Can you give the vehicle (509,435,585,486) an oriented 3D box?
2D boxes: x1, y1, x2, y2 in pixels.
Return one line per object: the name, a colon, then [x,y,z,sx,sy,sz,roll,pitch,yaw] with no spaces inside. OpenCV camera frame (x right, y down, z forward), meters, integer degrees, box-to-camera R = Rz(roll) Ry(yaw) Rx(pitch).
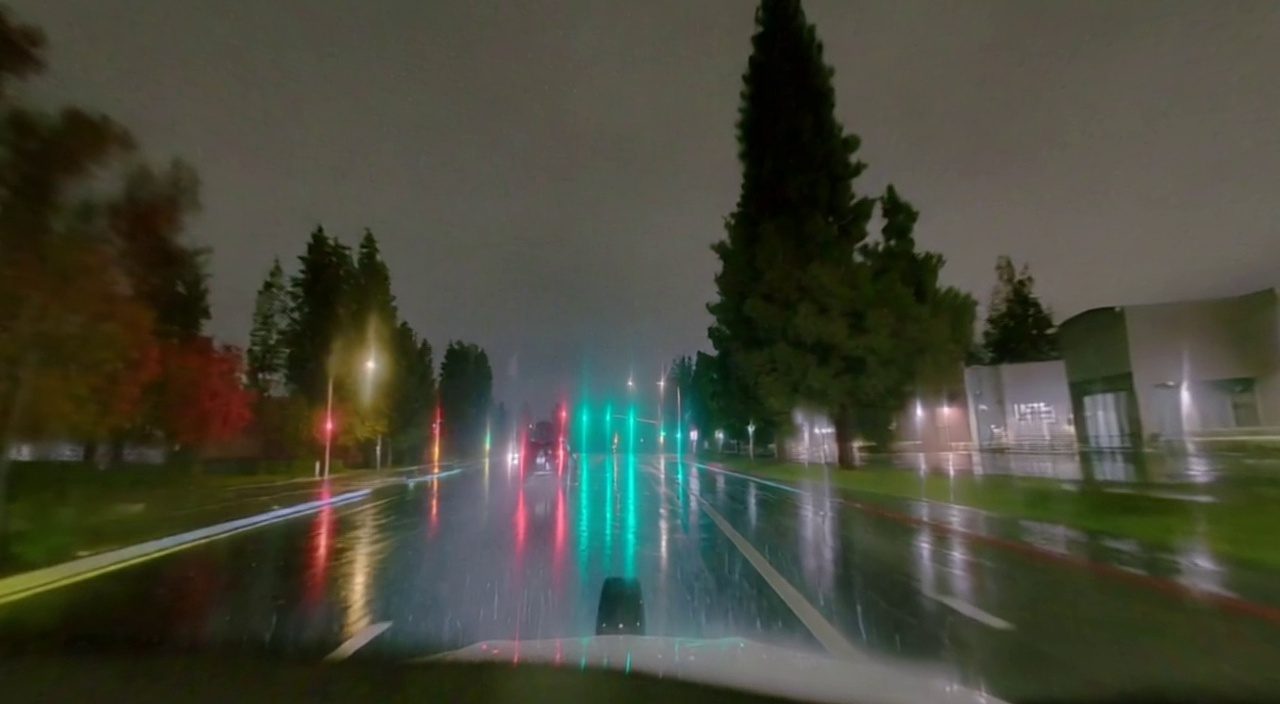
vehicle: [-3.359,4.016,23.677,2.121,1.724,4.392,0,-9,1]
